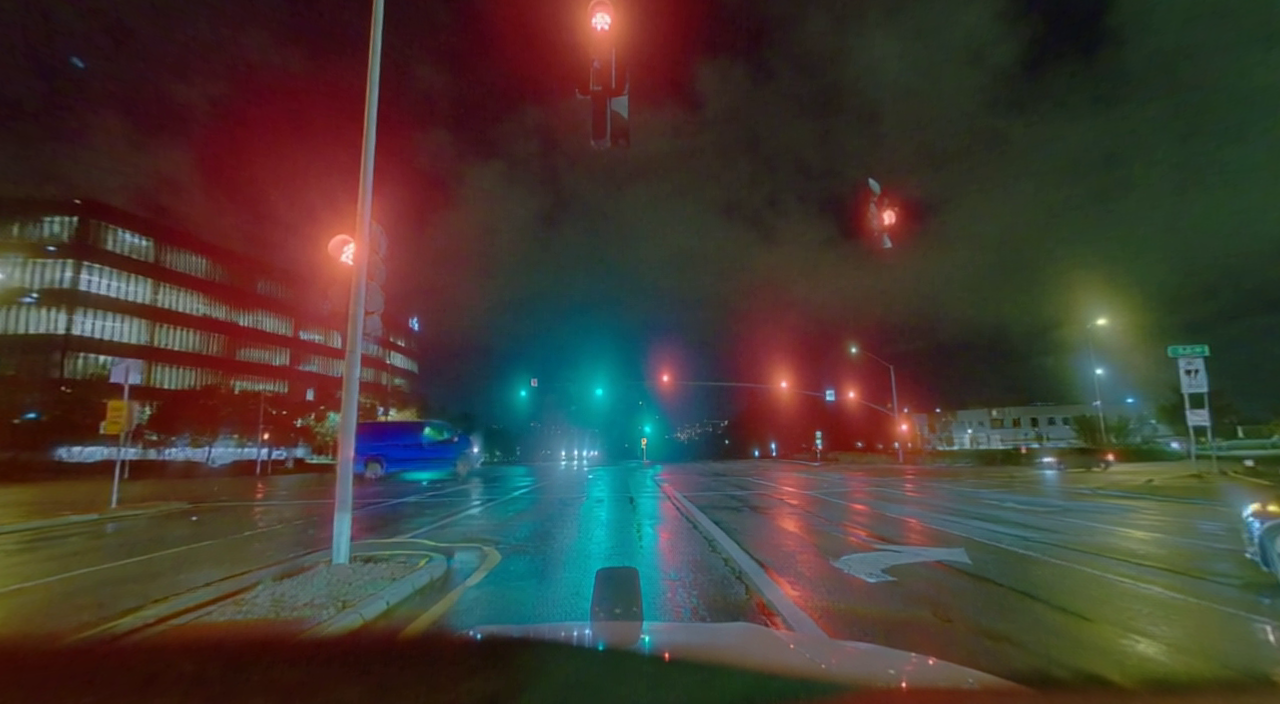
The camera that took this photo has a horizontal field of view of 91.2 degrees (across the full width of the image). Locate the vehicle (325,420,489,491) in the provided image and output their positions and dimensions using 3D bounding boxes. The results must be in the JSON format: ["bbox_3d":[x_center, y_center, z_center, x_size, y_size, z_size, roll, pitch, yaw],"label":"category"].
[{"bbox_3d":[-11.207,4.962,30.439,7.088,3.096,2.678,3,-10,-24],"label":"vehicle"}]

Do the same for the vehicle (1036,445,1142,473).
[{"bbox_3d":[26.326,6.263,36.843,4.736,1.542,1.966,0,-9,-1],"label":"vehicle"}]
